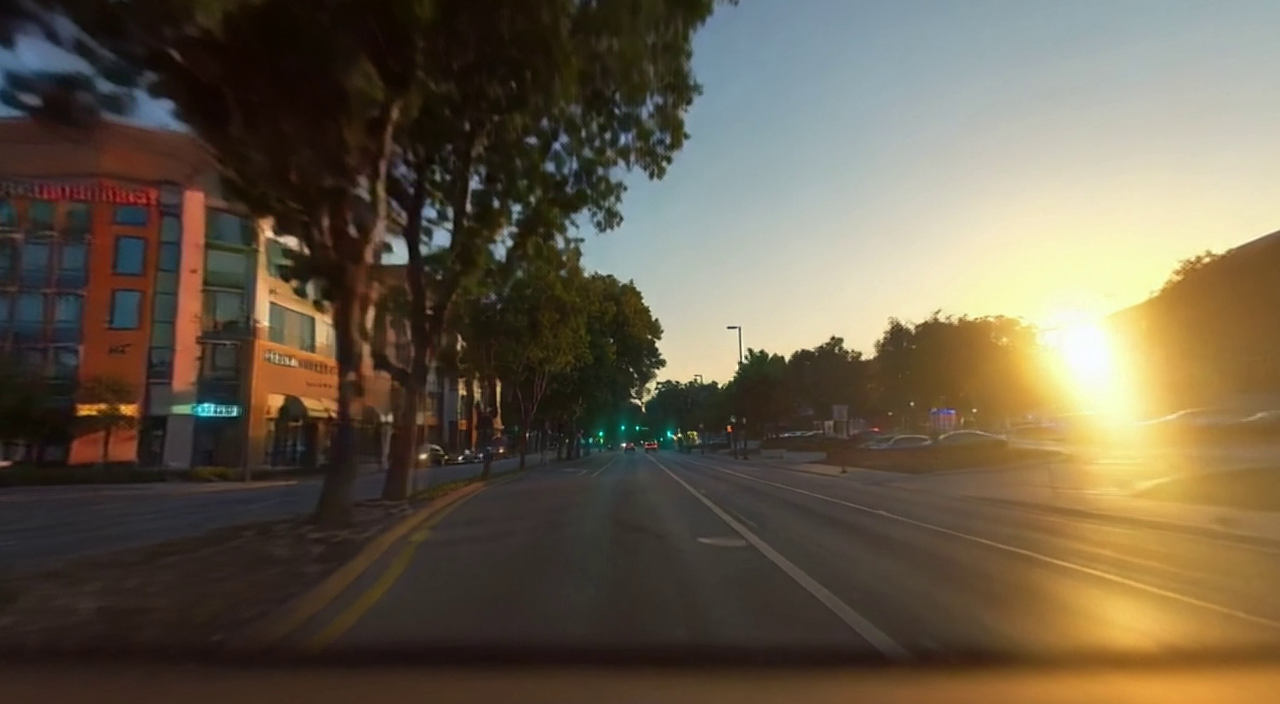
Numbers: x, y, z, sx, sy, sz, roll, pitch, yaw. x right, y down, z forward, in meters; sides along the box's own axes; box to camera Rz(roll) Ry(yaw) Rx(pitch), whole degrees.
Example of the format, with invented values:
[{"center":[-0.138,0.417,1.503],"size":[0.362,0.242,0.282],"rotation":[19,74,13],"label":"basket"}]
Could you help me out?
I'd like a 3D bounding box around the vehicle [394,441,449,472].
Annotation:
[{"center":[-16.008,7.721,46.638],"size":[2.246,2.081,5.416],"rotation":[-1,-9,-1],"label":"vehicle"}]
